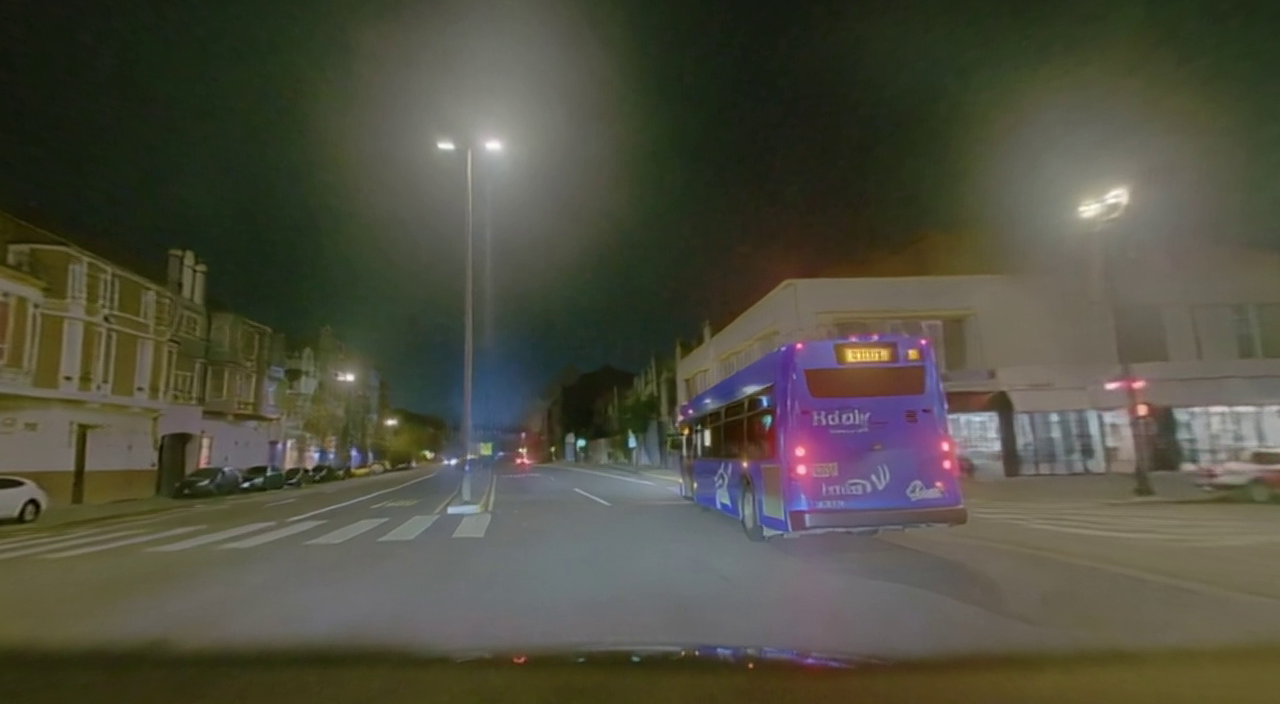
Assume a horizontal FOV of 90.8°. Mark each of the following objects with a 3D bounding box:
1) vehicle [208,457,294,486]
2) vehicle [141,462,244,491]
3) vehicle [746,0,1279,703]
[{"bbox_3d":[-26.025,7.990,42.359,4.392,1.800,1.902,1,-9,-7],"label":"vehicle"},{"bbox_3d":[-26.297,7.312,37.313,4.592,1.474,1.880,4,-9,-26],"label":"vehicle"},{"bbox_3d":[3.301,0.288,3.892,3.194,3.345,12.428,0,-9,0],"label":"vehicle"}]
